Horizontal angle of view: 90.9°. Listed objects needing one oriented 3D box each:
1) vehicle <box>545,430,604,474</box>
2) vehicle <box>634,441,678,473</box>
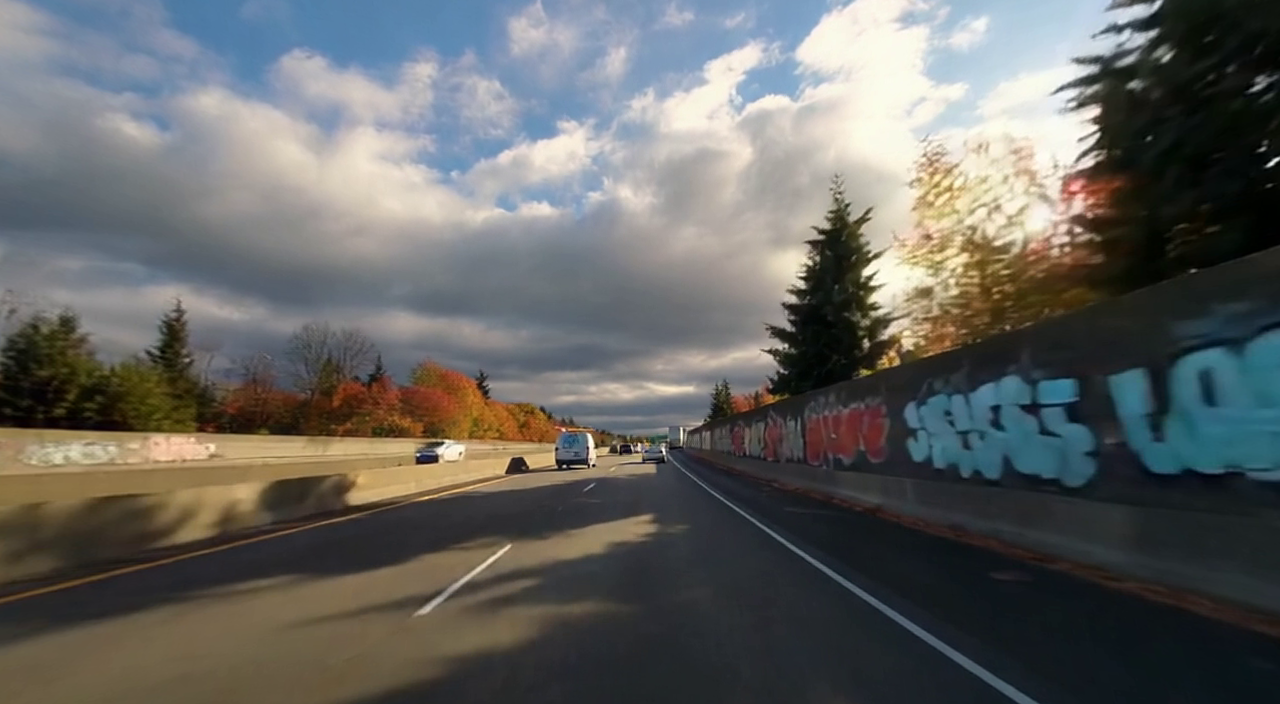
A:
[{"bbox_3d":[-3.178,4.990,31.657,2.199,1.973,5.078,0,-8,2],"label":"vehicle"},{"bbox_3d":[0.773,5.204,31.468,2.071,1.487,3.948,0,-8,1],"label":"vehicle"}]
